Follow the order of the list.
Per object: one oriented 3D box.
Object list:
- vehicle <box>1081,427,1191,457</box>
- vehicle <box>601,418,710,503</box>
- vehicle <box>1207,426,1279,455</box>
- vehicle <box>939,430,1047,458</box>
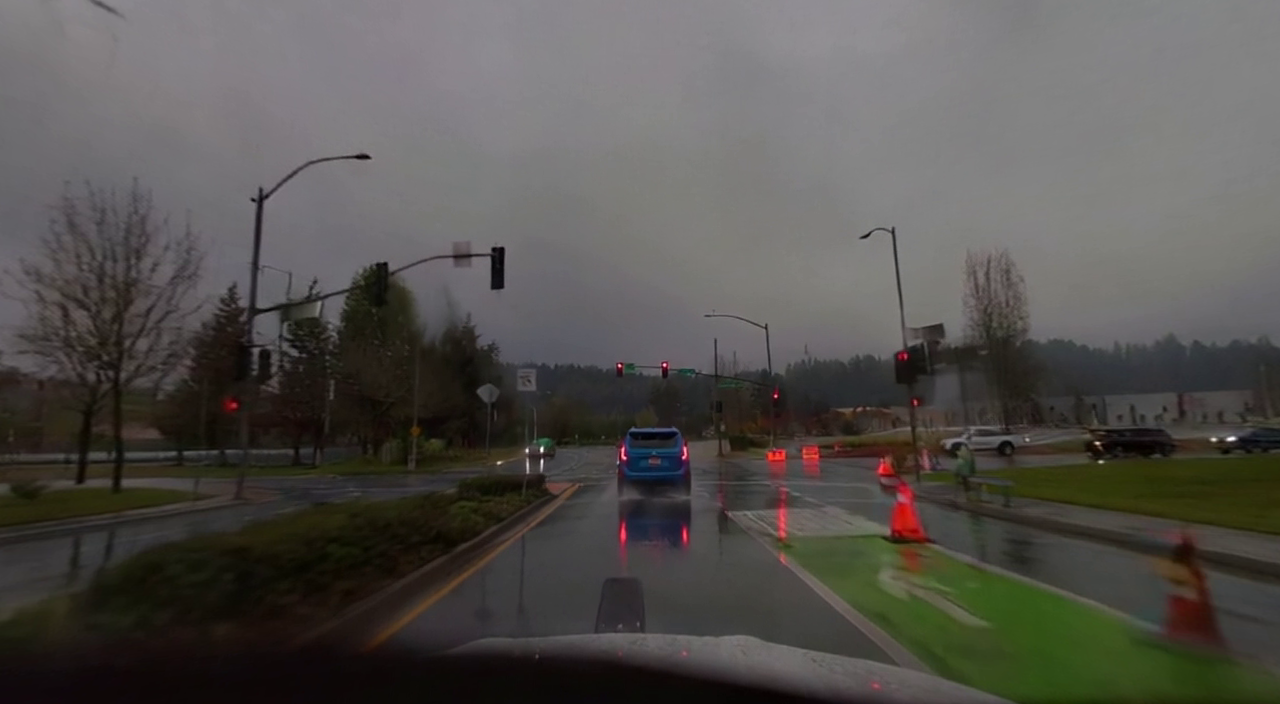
[{"bbox_3d":[26.444,4.817,33.755,4.343,1.518,1.845,0,-9,-3],"label":"vehicle"},{"bbox_3d":[0.321,2.678,15.946,2.339,1.790,4.629,-1,-9,0],"label":"vehicle"},{"bbox_3d":[33.247,4.689,33.453,4.483,1.481,2.082,0,-9,-4],"label":"vehicle"},{"bbox_3d":[18.636,4.890,33.501,4.492,1.422,1.961,0,-9,-1],"label":"vehicle"}]
